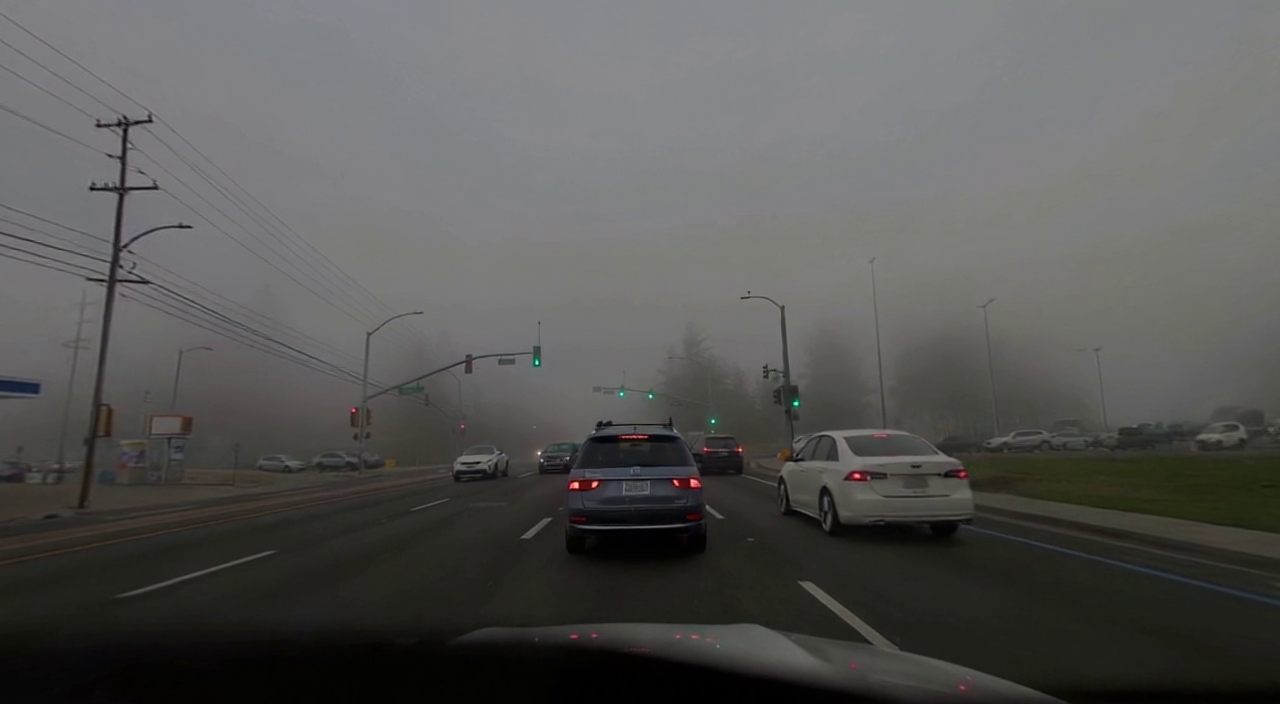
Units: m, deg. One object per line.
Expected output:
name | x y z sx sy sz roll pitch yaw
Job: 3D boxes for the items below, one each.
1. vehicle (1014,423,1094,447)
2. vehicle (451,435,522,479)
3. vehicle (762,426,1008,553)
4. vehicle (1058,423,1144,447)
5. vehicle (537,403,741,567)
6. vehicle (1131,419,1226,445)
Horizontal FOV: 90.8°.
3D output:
vehicle | 31.415 6.346 48.042 4.616 1.711 1.897 -2 -9 9
vehicle | -6.498 4.492 27.329 1.994 1.695 4.471 0 -8 -1
vehicle | 3.314 1.937 9.662 1.904 1.472 4.358 0 -8 -2
vehicle | 32.533 5.903 44.696 4.452 1.605 1.845 -2 -9 9
vehicle | -0.087 1.694 8.716 2.164 1.718 3.881 0 -8 -2
vehicle | 39.547 5.929 46.509 4.834 1.808 2.006 -2 -9 9
